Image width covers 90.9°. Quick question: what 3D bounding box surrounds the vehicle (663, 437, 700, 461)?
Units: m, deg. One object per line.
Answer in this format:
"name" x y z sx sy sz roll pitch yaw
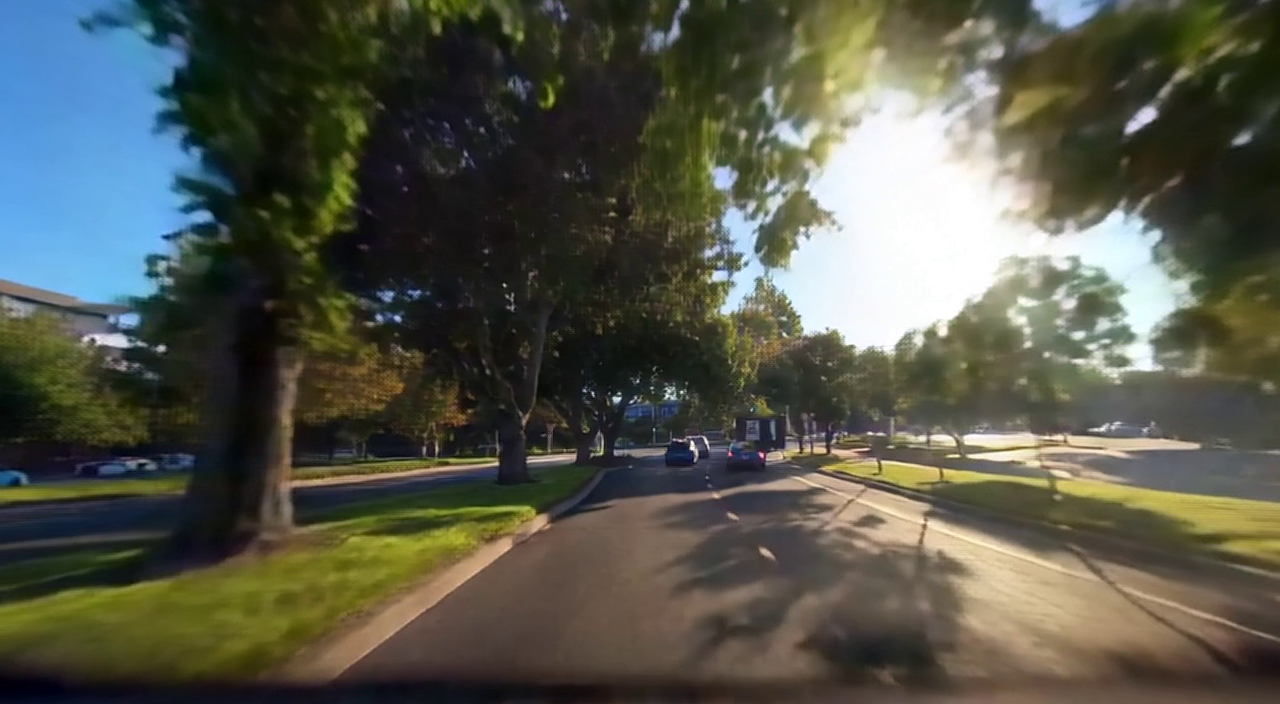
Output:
"vehicle" 2.768 6.291 40.960 2.066 1.482 4.273 -1 -9 8

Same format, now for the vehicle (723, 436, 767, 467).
"vehicle" 5.539 5.274 33.618 1.989 1.497 4.436 -1 -9 6
